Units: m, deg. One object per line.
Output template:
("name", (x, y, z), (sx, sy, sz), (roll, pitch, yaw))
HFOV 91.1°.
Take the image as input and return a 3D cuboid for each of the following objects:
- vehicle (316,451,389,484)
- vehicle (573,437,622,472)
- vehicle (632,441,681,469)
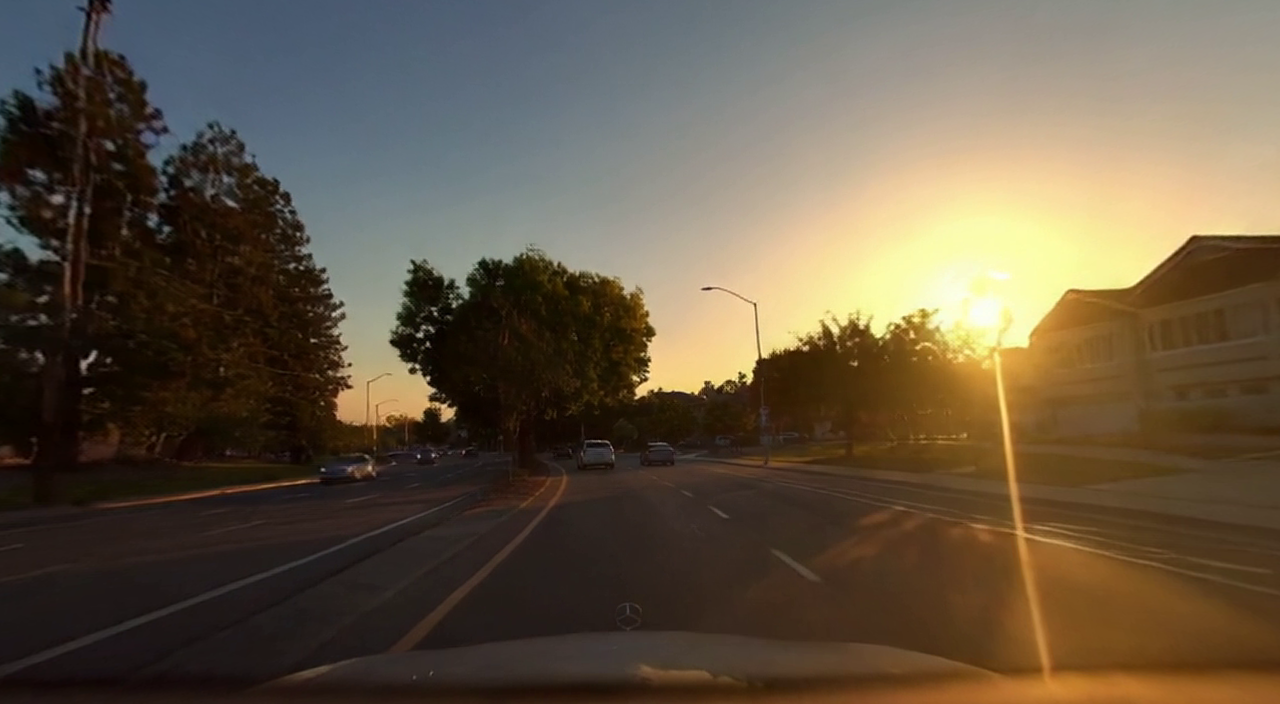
("vehicle", (-14.421, 5.782, 31.791), (1.924, 1.481, 4.727), (1, -8, -7))
("vehicle", (-2.369, 5.510, 33.955), (2.165, 1.783, 4.391), (2, -9, -10))
("vehicle", (0.864, 5.972, 36.525), (1.915, 1.495, 4.880), (1, -9, -10))
